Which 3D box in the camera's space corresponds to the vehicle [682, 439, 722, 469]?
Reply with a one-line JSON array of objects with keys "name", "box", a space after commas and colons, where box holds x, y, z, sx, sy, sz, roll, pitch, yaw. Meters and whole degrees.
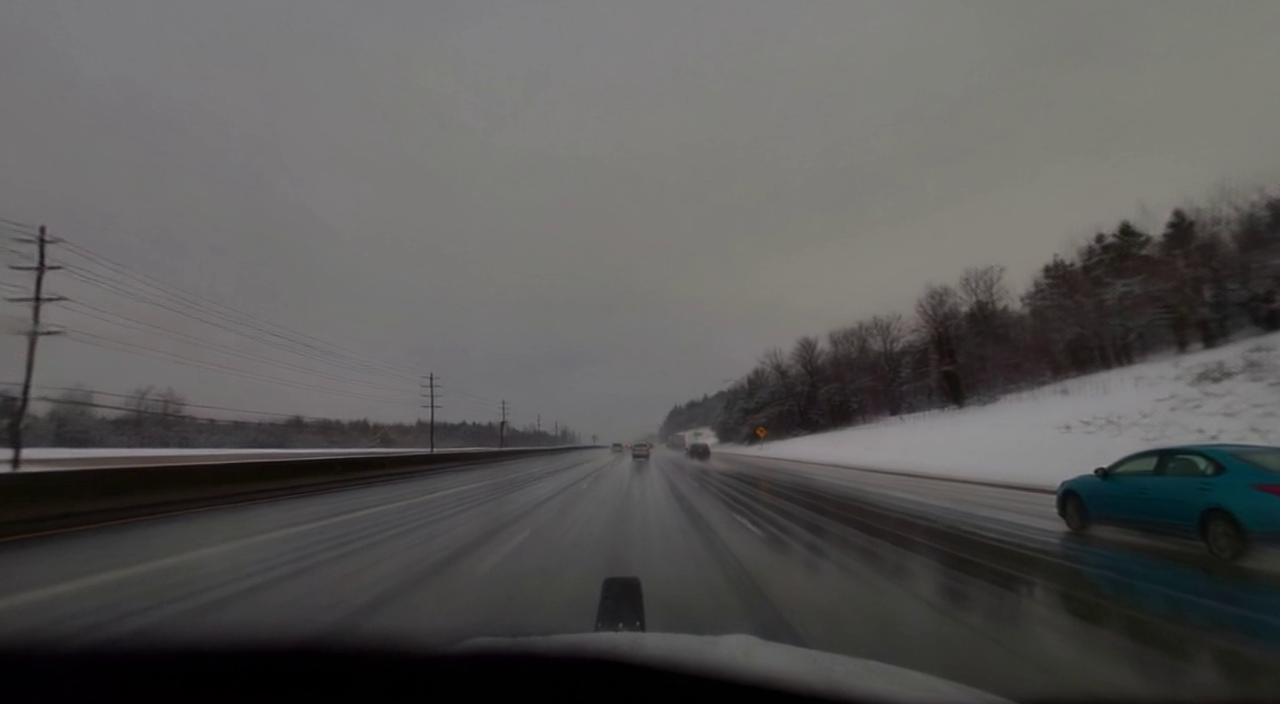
[{"name": "vehicle", "box": [3.941, 6.538, 40.697, 2.159, 1.782, 4.673, 0, -8, 1]}]

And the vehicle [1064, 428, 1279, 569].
[{"name": "vehicle", "box": [8.087, 1.799, 8.076, 1.970, 1.545, 4.818, 0, -8, 0]}]
